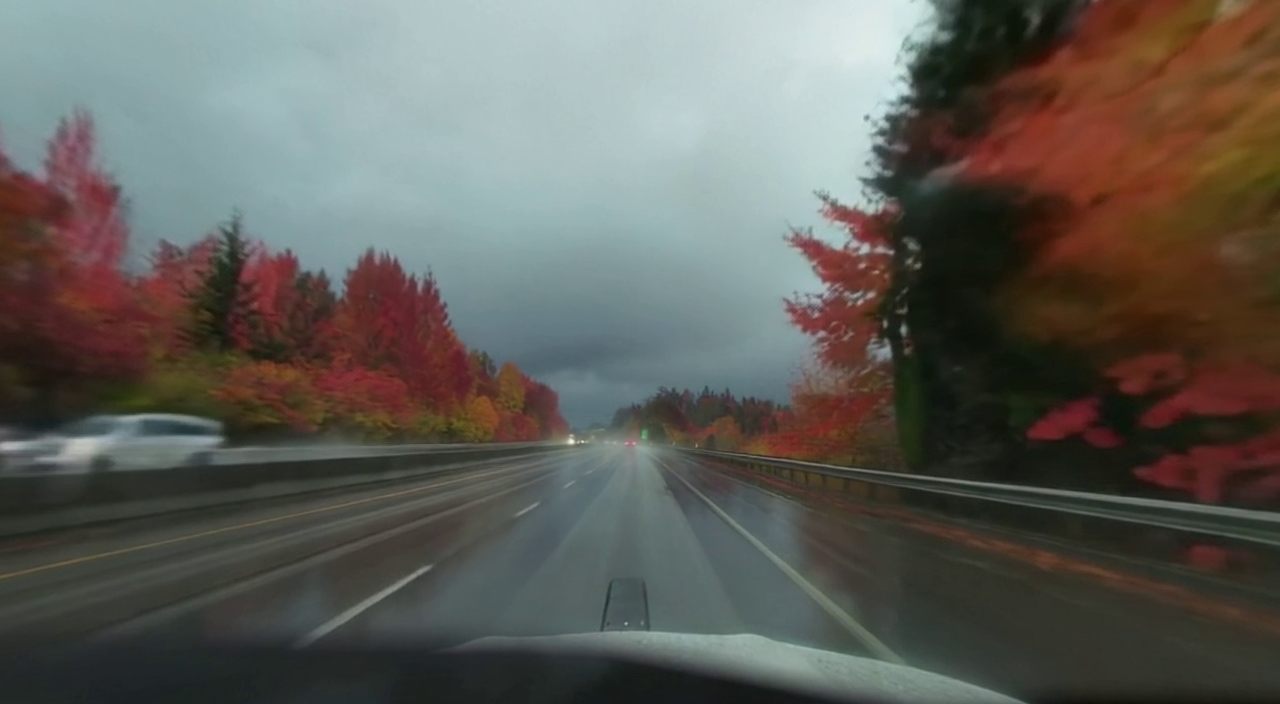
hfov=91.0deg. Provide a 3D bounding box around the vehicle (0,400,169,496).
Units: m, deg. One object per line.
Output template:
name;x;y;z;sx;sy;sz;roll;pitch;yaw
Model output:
vehicle;-12.613;1.975;13.004;2.040;1.719;4.701;0;-8;0
